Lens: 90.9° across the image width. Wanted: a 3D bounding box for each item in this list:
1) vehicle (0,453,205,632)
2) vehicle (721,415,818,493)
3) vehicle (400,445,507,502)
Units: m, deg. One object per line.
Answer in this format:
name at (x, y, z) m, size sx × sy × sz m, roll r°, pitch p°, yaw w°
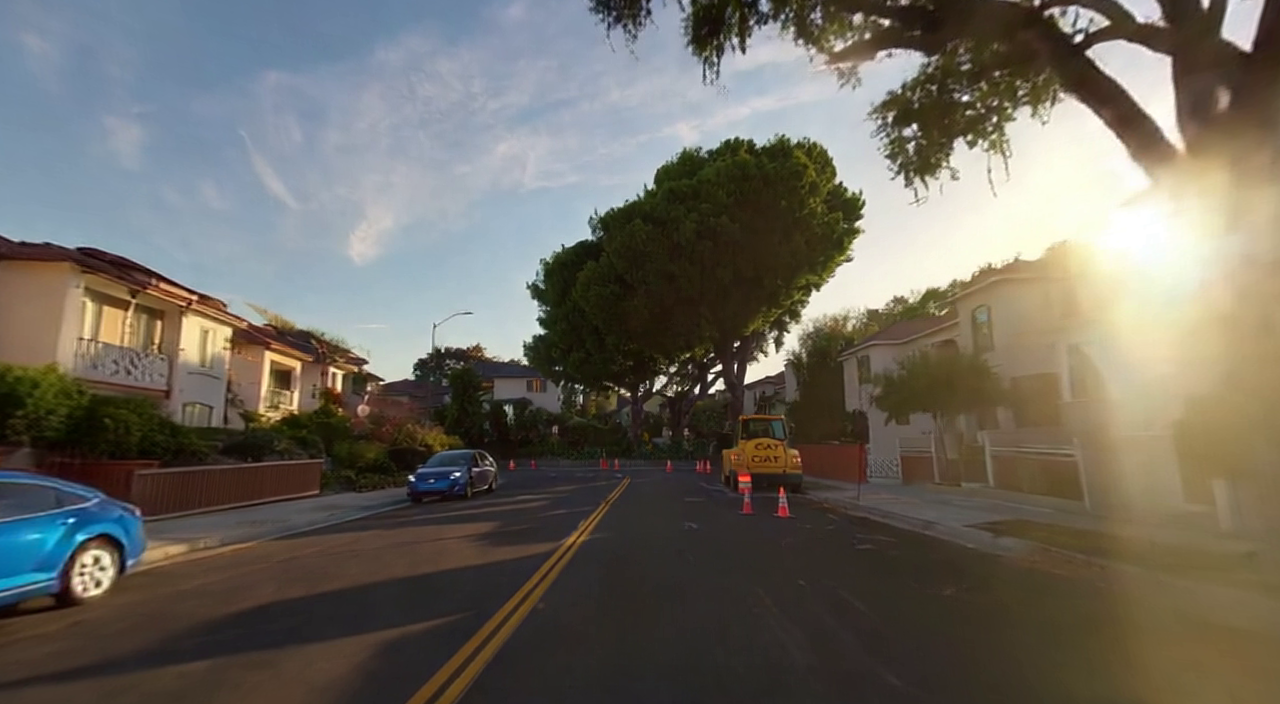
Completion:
vehicle at (-6.496, 1.667, 5.419) m, size 1.974 × 1.479 × 4.888 m, roll 0°, pitch -8°, yaw 1°
vehicle at (4.644, 3.753, 23.219) m, size 2.501 × 2.613 × 3.505 m, roll 1°, pitch -9°, yaw -6°
vehicle at (-6.431, 4.213, 22.425) m, size 2.220 × 1.765 × 4.799 m, roll 0°, pitch -8°, yaw 1°
